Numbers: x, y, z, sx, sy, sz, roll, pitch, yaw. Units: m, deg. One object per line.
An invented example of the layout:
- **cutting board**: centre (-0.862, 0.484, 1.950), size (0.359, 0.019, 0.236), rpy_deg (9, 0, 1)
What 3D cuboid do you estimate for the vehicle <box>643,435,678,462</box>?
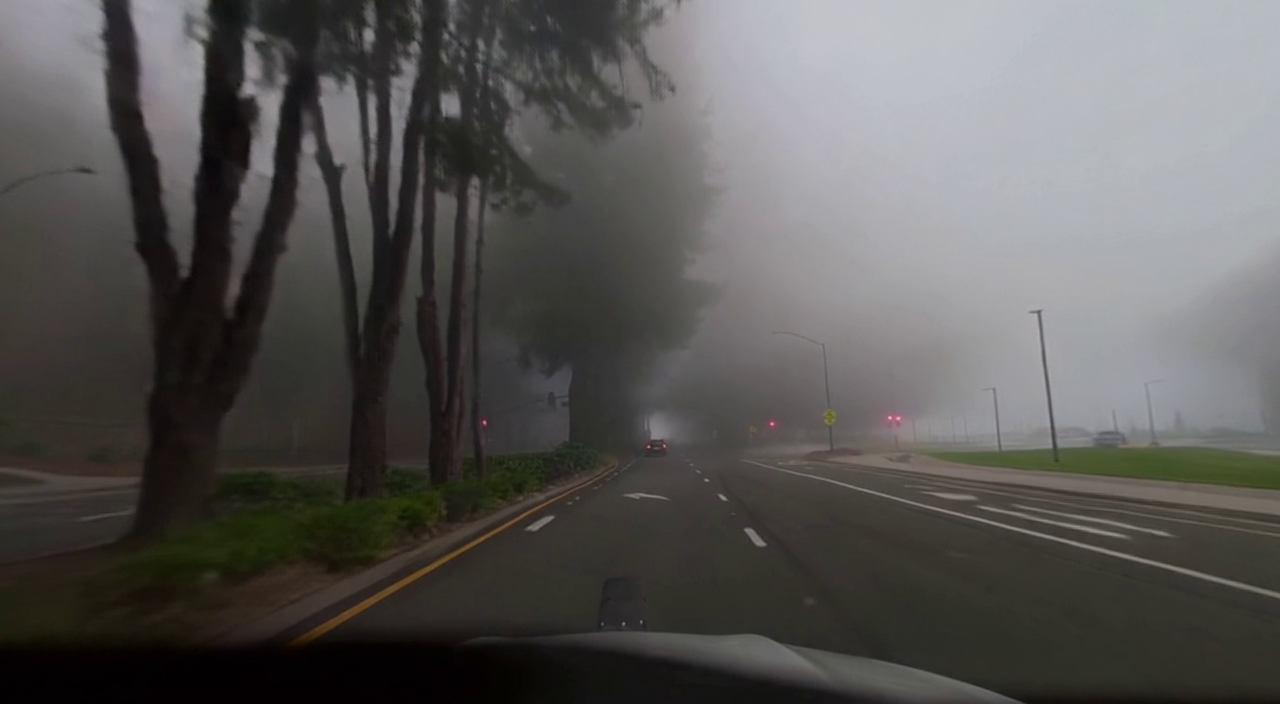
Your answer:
- **vehicle**: centre (1.461, 6.612, 43.246), size (2.298, 1.770, 4.138), rpy_deg (-1, -8, 3)
